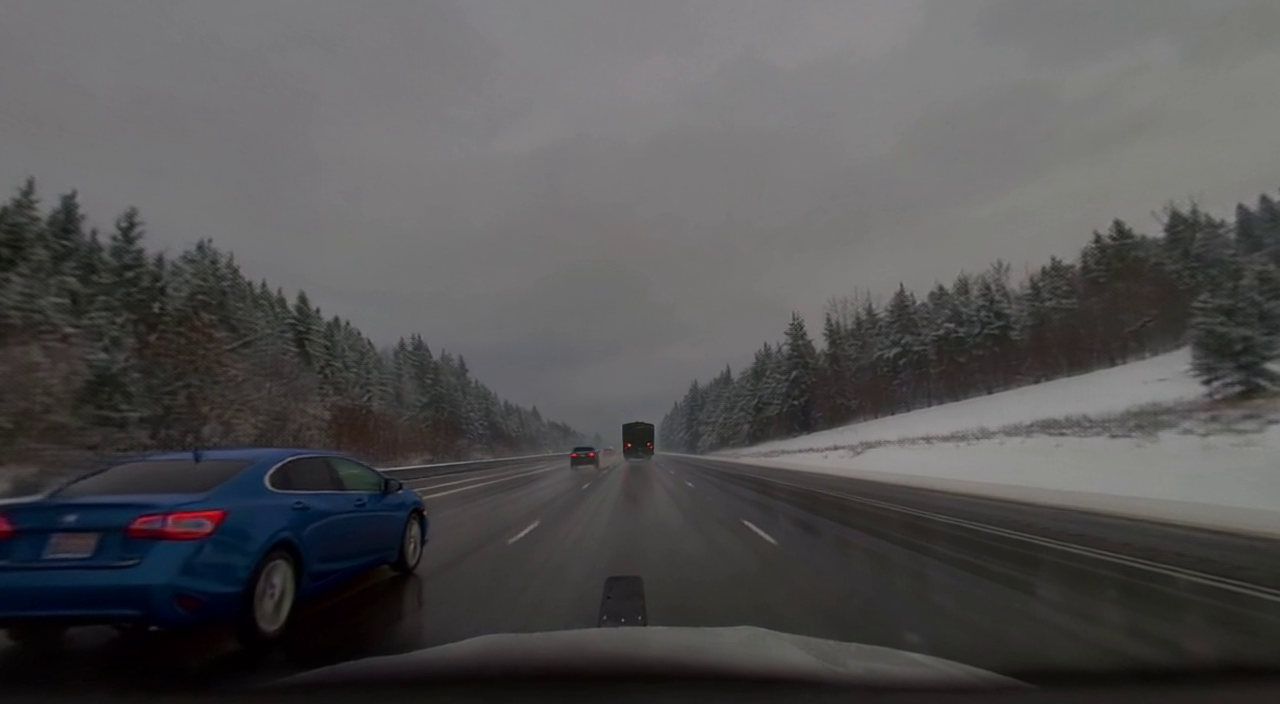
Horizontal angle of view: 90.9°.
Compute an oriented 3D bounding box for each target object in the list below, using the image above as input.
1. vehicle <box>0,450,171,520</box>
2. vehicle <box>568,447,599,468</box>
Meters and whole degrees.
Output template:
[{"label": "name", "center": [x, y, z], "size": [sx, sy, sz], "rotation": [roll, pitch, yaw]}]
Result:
[{"label": "vehicle", "center": [-16.479, 3.774, 18.454], "size": [2.191, 1.757, 4.202], "rotation": [0, -9, -1]}, {"label": "vehicle", "center": [-4.264, 8.021, 47.995], "size": [1.916, 1.506, 4.476], "rotation": [0, -9, 0]}]
